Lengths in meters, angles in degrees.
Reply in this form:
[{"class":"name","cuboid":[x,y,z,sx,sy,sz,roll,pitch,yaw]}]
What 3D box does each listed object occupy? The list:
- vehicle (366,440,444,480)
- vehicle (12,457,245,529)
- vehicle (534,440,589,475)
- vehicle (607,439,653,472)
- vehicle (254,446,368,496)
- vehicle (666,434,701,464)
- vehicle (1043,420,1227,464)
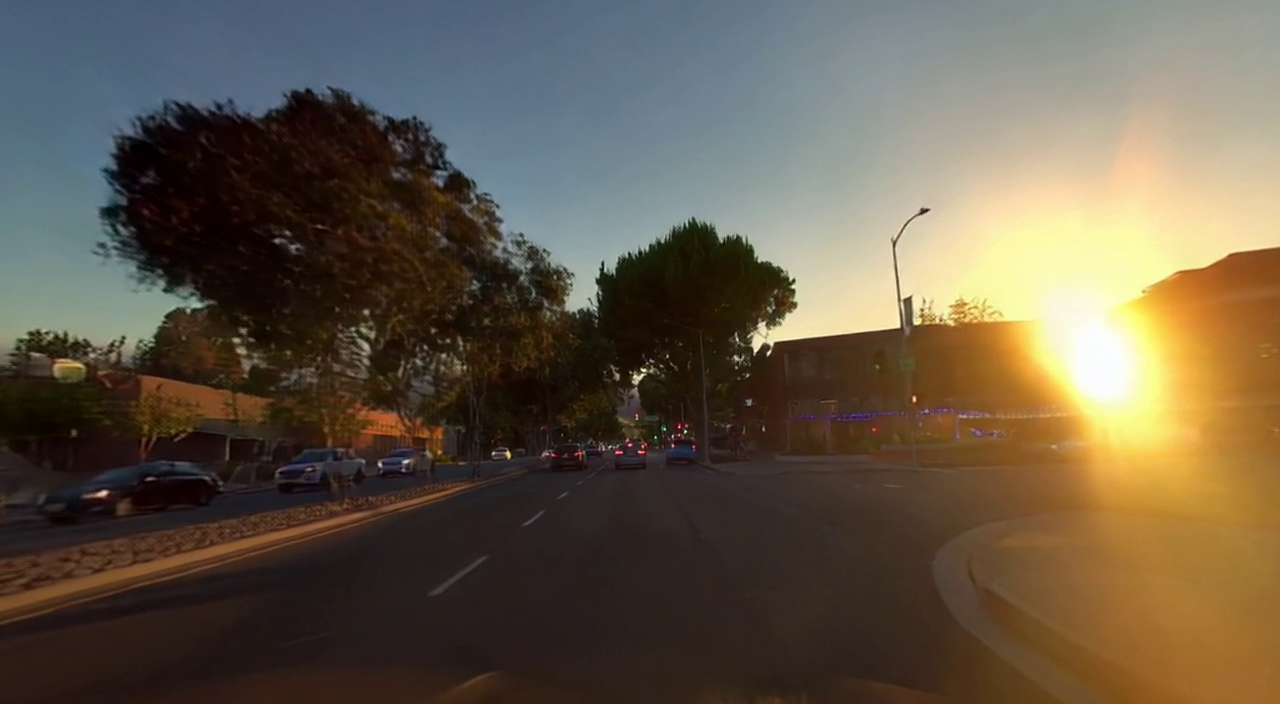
[{"class":"vehicle","cuboid":[-12.424,5.733,33.808,2.260,1.921,4.902,0,-8,0]},{"class":"vehicle","cuboid":[-12.574,3.438,16.051,1.909,1.462,4.608,-1,-9,3]},{"class":"vehicle","cuboid":[-3.498,4.786,28.866,1.921,1.477,4.083,0,-8,1]},{"class":"vehicle","cuboid":[-0.452,4.937,30.253,2.085,1.475,3.976,0,-8,0]},{"class":"vehicle","cuboid":[-12.575,4.532,24.550,1.986,1.712,4.399,0,-8,1]},{"class":"vehicle","cuboid":[2.813,6.441,41.904,2.175,1.850,5.118,0,-8,2]},{"class":"vehicle","cuboid":[17.222,3.170,22.216,4.517,1.455,2.233,-1,-9,3]}]
